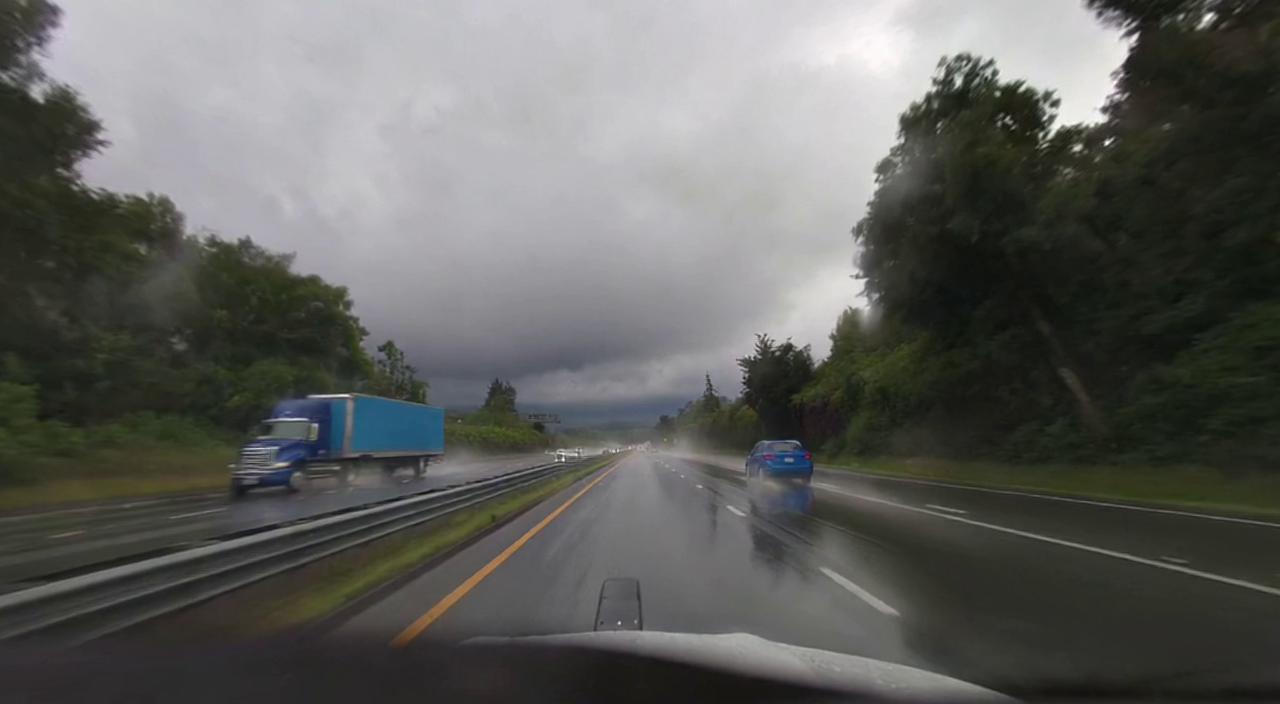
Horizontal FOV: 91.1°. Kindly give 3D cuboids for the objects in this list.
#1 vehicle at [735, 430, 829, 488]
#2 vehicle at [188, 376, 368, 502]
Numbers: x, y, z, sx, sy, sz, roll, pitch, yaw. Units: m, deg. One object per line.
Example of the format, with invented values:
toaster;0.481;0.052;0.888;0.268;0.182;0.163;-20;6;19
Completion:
vehicle;4.842;3.735;22.161;2.117;1.783;4.627;0;-9;-1
vehicle;-12.749;3.186;22.944;3.010;3.969;5.822;0;-9;-1
